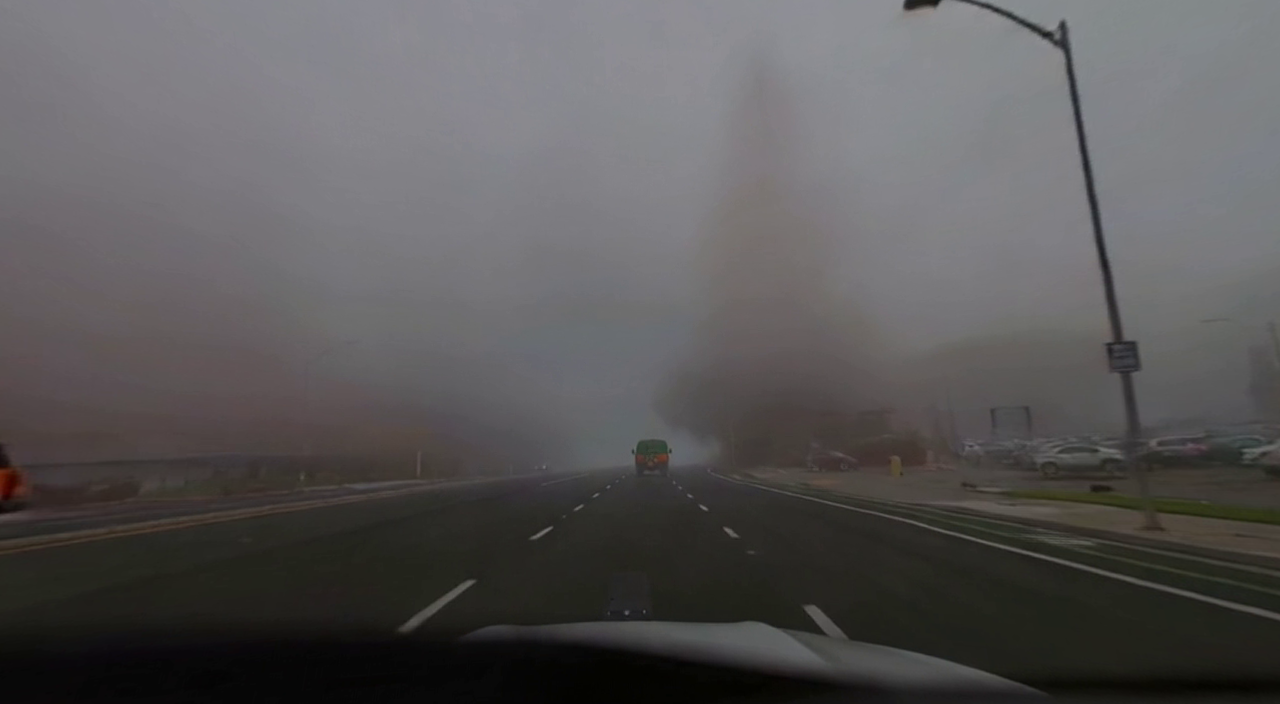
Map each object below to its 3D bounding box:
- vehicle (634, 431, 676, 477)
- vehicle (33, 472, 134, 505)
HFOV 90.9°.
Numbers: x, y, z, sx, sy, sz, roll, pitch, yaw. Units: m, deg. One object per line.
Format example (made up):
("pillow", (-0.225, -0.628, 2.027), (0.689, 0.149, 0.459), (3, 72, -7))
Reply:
("vehicle", (0.977, 7.854, 48.385), (2.843, 3.120, 10.422), (0, -10, 0))
("vehicle", (-33.962, 8.328, 38.670), (1.812, 1.472, 4.739), (-4, -8, 2))
